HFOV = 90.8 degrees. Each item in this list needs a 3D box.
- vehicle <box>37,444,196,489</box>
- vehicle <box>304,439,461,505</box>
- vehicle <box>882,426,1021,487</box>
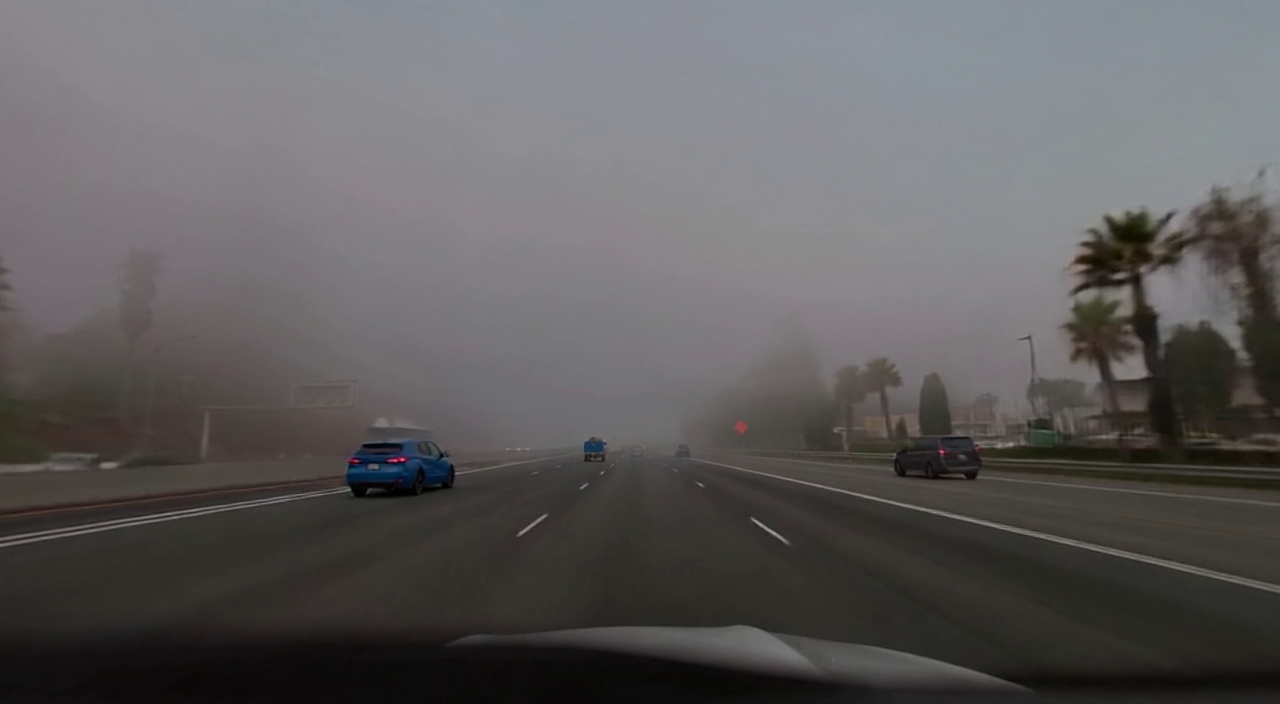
[{"bbox_3d":[-21.311,4.663,26.104,2.040,1.625,5.272,0,-9,0],"label":"vehicle"},{"bbox_3d":[-6.535,3.100,16.811,2.018,1.480,4.999,0,-9,1],"label":"vehicle"},{"bbox_3d":[10.115,3.450,21.017,2.168,1.792,4.457,0,-9,-3],"label":"vehicle"}]
